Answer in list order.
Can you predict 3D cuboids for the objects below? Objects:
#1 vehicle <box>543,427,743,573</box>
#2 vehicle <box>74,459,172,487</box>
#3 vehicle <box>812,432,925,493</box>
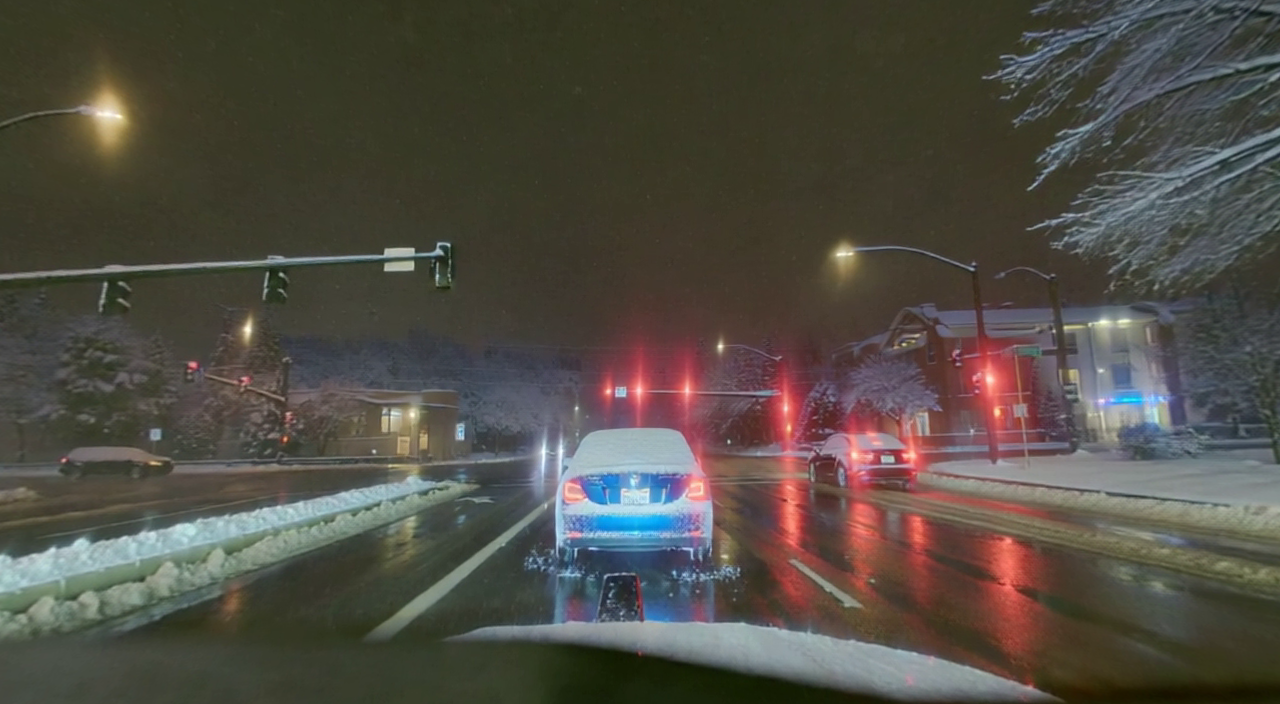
[{"bbox_3d":[-0.022,1.848,8.725,2.070,1.488,4.206,0,-8,-2],"label":"vehicle"},{"bbox_3d":[-32.378,7.548,39.655,4.401,1.625,1.863,0,-8,-4],"label":"vehicle"},{"bbox_3d":[7.061,3.442,20.066,2.039,1.692,4.319,0,-8,1],"label":"vehicle"}]
